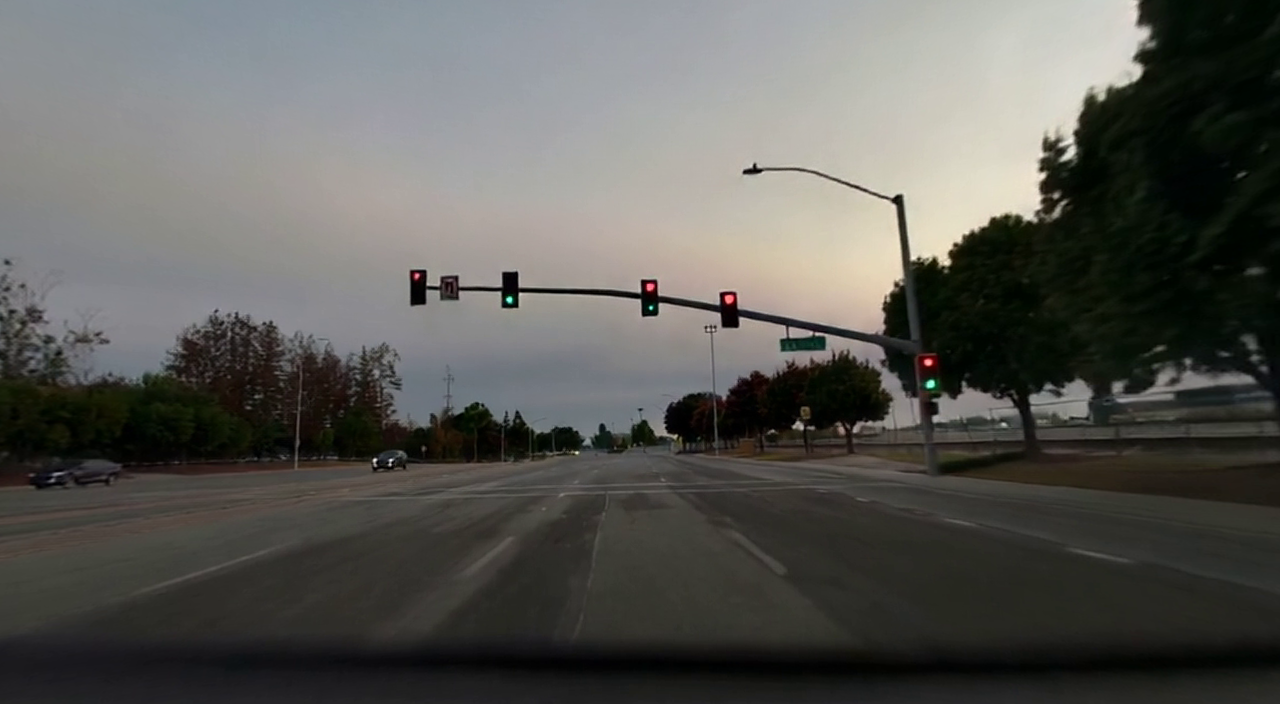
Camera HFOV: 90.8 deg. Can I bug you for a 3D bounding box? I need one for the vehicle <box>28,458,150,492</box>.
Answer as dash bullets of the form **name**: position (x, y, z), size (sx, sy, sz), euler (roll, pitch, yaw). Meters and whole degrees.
- **vehicle**: position (-29.160, 6.488, 33.681), size (2.089, 1.556, 4.961), euler (0, -9, -1)
